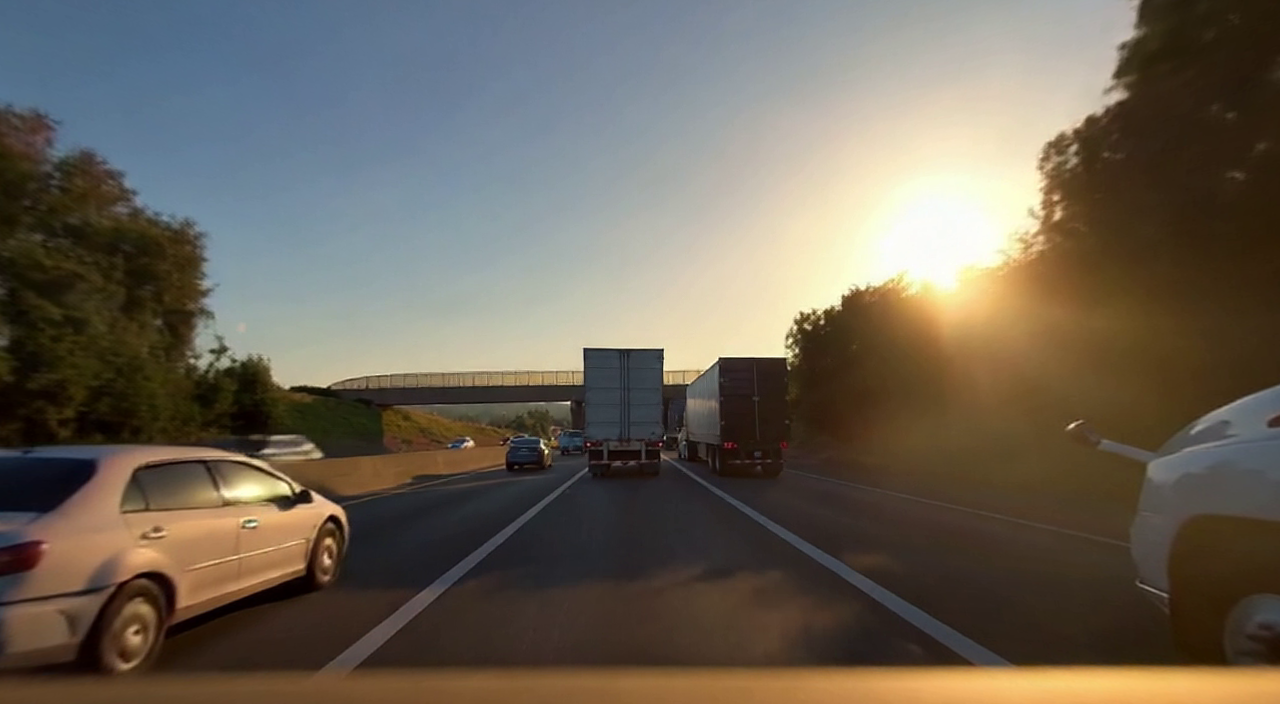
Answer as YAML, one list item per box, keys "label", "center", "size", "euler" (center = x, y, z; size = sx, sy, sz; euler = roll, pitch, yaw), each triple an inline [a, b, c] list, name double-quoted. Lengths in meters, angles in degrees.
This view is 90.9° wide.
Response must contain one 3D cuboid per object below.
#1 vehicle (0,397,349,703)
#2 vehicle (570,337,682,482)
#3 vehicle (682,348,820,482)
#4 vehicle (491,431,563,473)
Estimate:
- label: "vehicle"
  center: [-3.505, 0.998, 3.139]
  size: [1.894, 1.460, 4.662]
  euler: [0, -8, 0]
- label: "vehicle"
  center: [-0.552, 2.307, 23.053]
  size: [3.090, 4.065, 10.702]
  euler: [0, -8, -2]
- label: "vehicle"
  center: [3.616, 2.576, 24.109]
  size: [2.817, 3.886, 11.491]
  euler: [0, -8, -2]
- label: "vehicle"
  center: [-4.230, 3.789, 24.128]
  size: [2.049, 1.483, 3.786]
  euler: [0, -8, 0]
